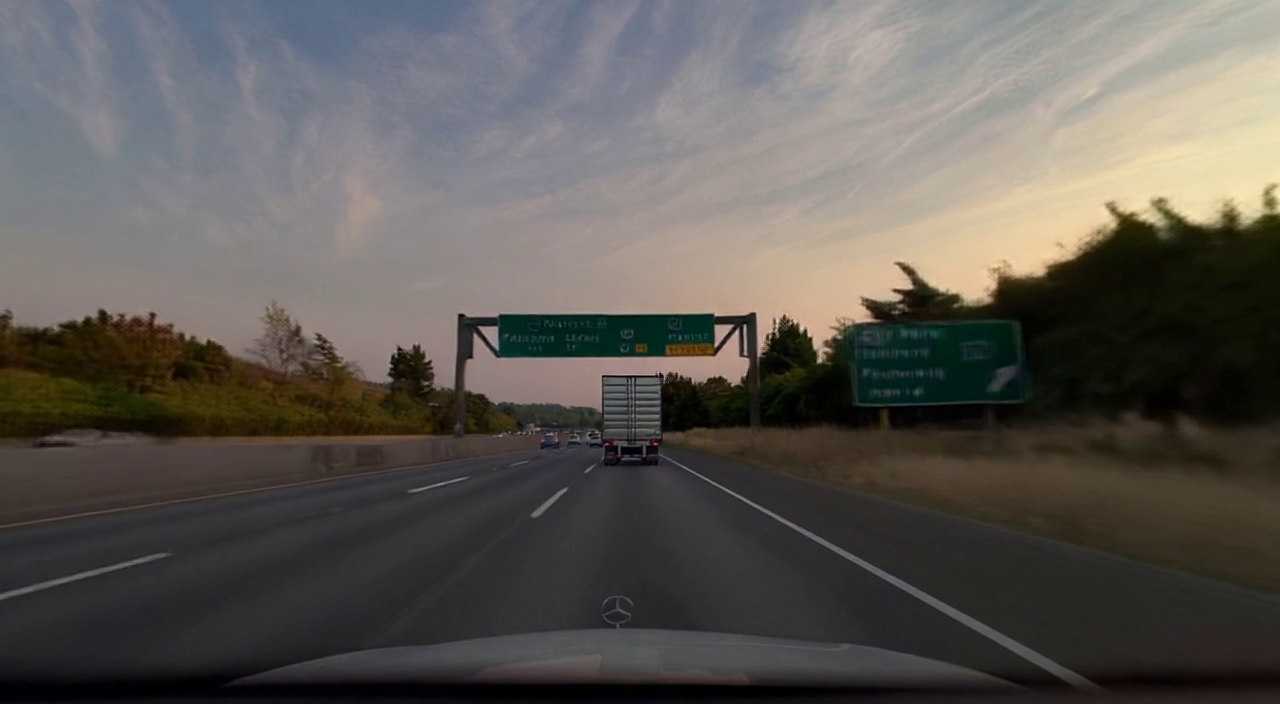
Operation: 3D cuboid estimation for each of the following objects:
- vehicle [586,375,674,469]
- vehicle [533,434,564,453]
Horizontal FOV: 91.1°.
[{"bbox_3d":[-0.496,3.506,30.390,3.033,3.223,14.836,4,-7,-1],"label":"vehicle"},{"bbox_3d":[-7.167,7.202,49.649,1.856,1.479,3.710,0,-8,0],"label":"vehicle"}]
